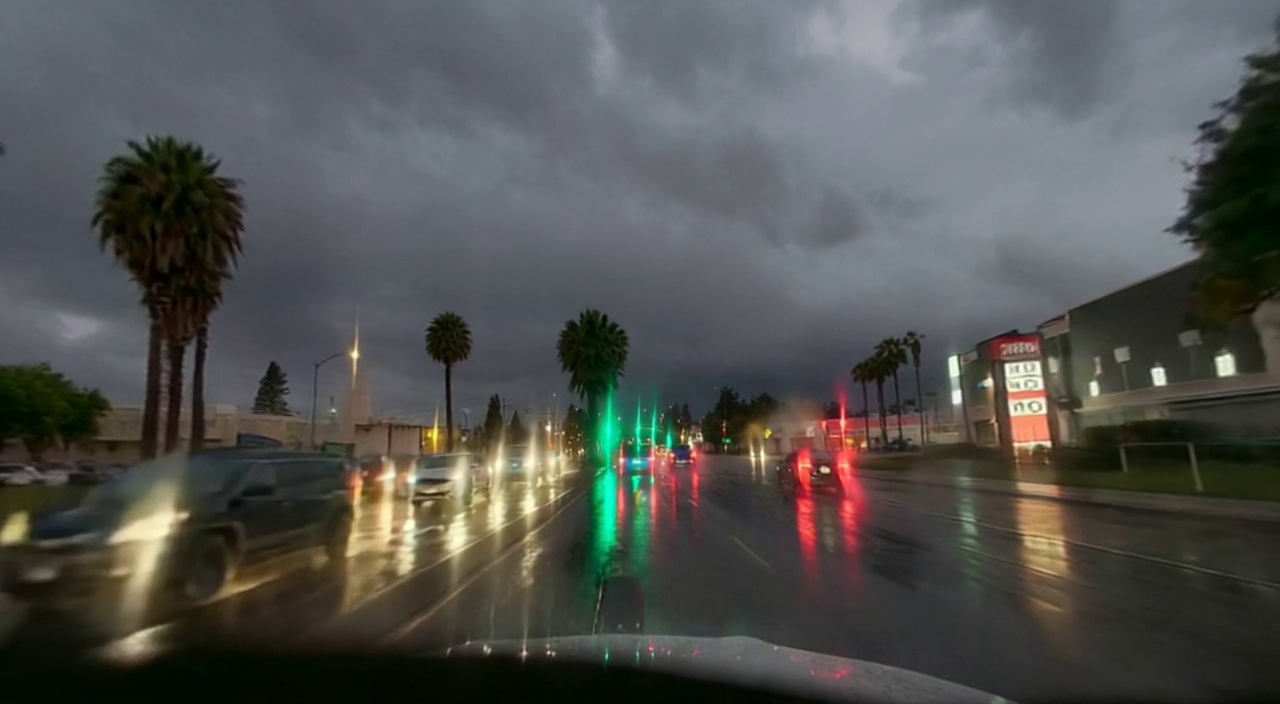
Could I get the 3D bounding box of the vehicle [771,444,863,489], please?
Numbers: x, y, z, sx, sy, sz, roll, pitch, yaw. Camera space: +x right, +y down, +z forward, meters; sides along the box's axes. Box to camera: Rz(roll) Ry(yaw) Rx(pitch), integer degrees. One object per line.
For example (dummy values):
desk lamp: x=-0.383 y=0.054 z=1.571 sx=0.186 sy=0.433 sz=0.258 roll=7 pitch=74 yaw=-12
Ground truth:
vehicle: x=6.275 y=4.093 z=22.938 sx=1.944 sy=1.447 sz=4.309 roll=0 pitch=-8 yaw=-2

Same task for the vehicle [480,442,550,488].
vehicle: x=-5.247 y=4.780 z=27.192 sx=2.160 sy=1.769 sz=4.494 roll=0 pitch=-8 yaw=-1

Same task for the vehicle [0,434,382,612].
vehicle: x=-5.082 y=1.828 z=7.713 sx=2.036 sy=1.541 sz=4.107 roll=-1 pitch=-8 yaw=1

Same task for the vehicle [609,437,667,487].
vehicle: x=-0.122 y=4.360 z=25.373 sx=2.151 sy=1.787 sz=4.109 roll=0 pitch=-8 yaw=-1

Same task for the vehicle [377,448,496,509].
vehicle: x=-5.656 y=3.538 z=18.233 sx=2.017 sy=1.463 sz=4.384 roll=-2 pitch=-8 yaw=0

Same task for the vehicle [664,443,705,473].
vehicle: x=2.663 y=6.474 z=39.006 sx=2.112 sy=1.710 sz=4.234 roll=0 pitch=-8 yaw=-1
